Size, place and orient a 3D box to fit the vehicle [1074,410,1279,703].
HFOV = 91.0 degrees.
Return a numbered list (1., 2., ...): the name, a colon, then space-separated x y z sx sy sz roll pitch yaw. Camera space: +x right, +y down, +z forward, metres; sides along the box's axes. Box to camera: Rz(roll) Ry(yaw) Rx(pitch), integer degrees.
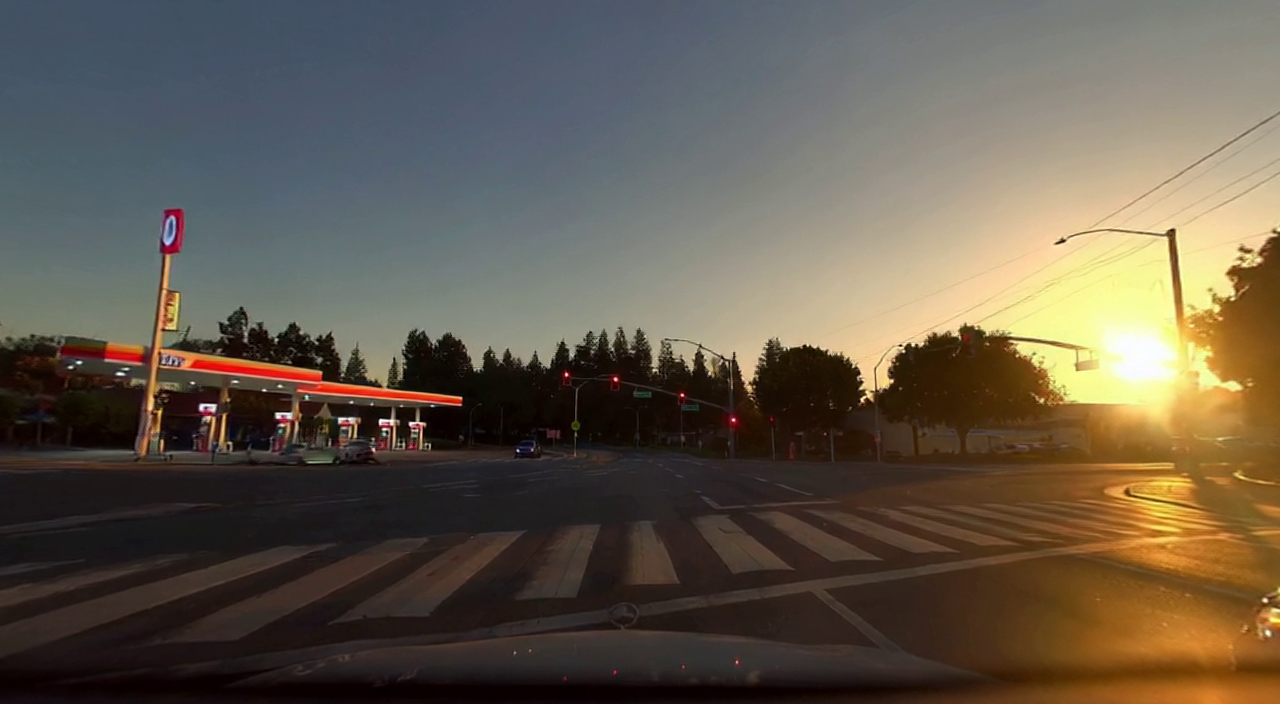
1. vehicle: 3.318 0.749 1.038 2.023 1.437 4.477 0 -8 0
